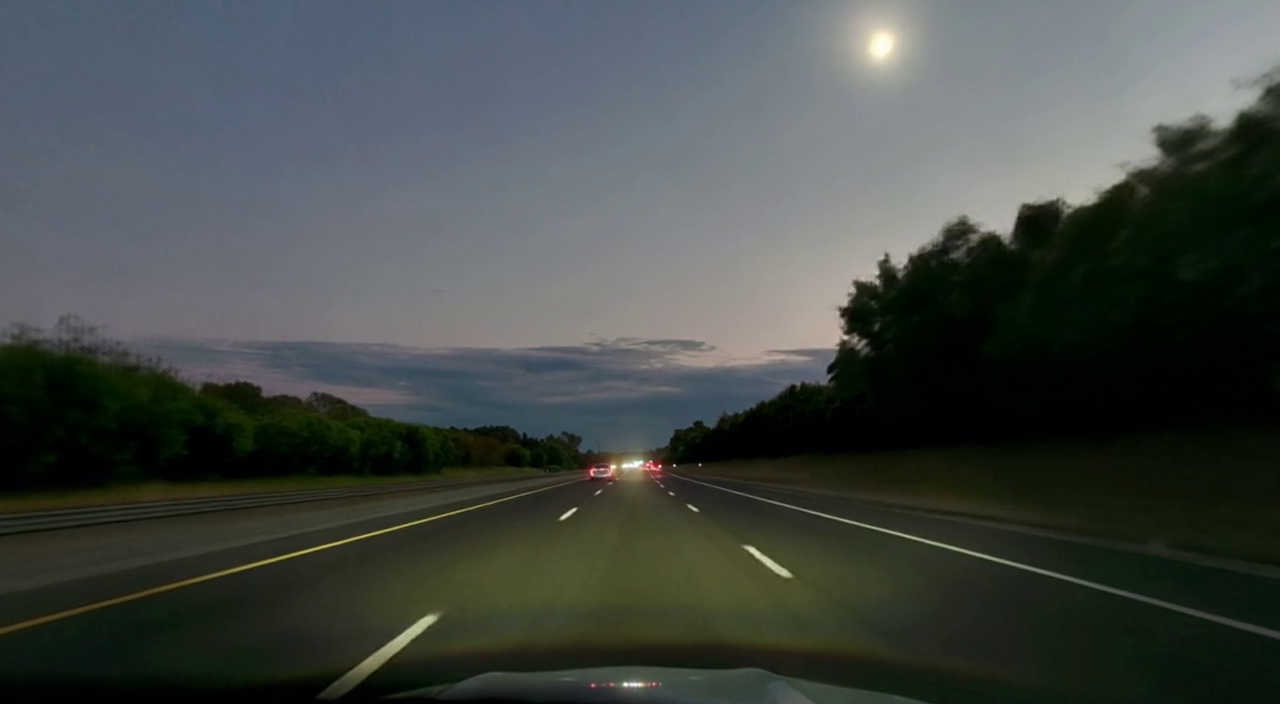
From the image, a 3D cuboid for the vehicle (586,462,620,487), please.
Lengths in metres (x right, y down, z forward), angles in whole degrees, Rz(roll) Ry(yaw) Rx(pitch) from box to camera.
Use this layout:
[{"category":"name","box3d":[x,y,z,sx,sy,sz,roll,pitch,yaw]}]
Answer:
[{"category":"vehicle","box3d":[-2.467,8.294,42.790,1.900,1.550,4.146,0,-10,2]}]
